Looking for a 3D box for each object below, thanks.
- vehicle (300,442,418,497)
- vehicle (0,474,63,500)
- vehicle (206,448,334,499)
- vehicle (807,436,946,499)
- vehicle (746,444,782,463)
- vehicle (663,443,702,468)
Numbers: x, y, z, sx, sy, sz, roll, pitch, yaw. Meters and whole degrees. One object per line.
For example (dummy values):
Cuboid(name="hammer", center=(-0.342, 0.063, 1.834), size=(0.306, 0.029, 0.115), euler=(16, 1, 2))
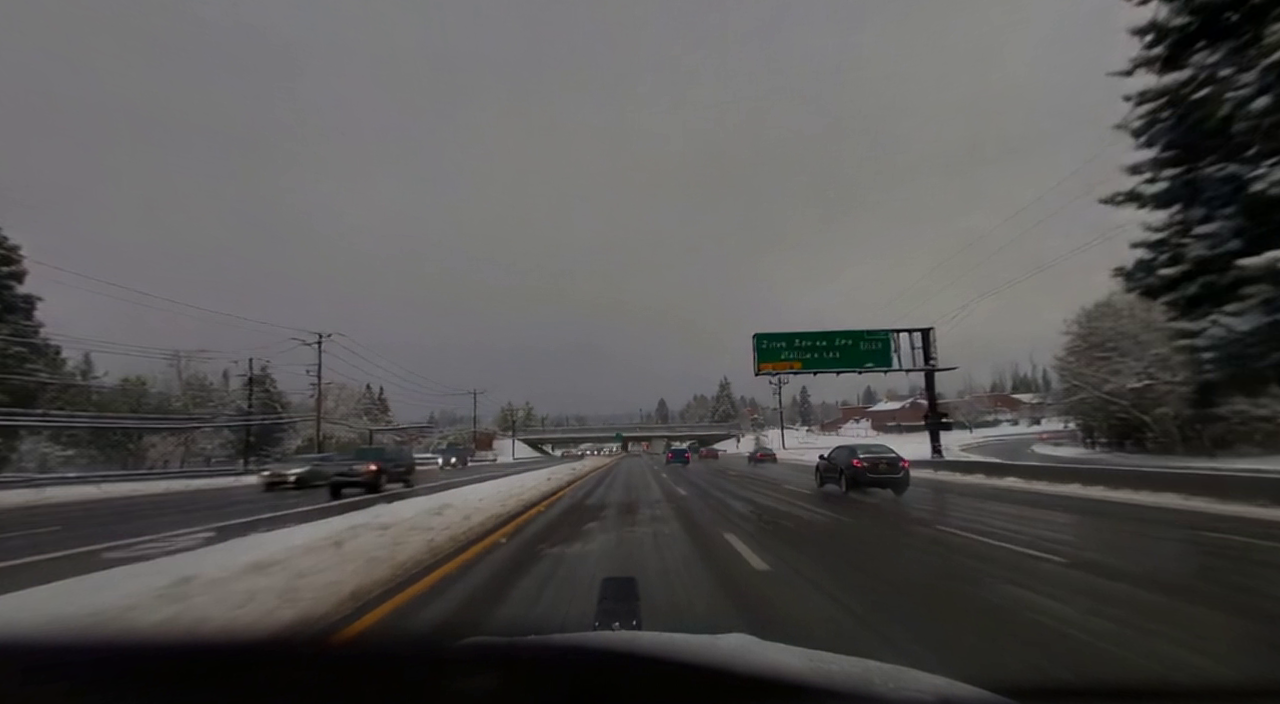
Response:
Cuboid(name="vehicle", center=(-10.029, 4.192, 23.037), size=(2.147, 1.758, 4.619), euler=(-1, -8, 0))
Cuboid(name="vehicle", center=(-44.755, 9.645, 45.282), size=(4.638, 1.692, 2.010), euler=(0, -9, -2))
Cuboid(name="vehicle", center=(-13.323, 4.374, 23.153), size=(1.989, 1.628, 4.420), euler=(-1, -8, 0))
Cuboid(name="vehicle", center=(6.326, 3.126, 17.561), size=(1.952, 1.489, 4.483), euler=(0, -8, -2))
Cuboid(name="vehicle", center=(9.528, 7.838, 48.922), size=(1.838, 1.440, 4.121), euler=(0, -8, -2))
Cuboid(name="vehicle", center=(2.655, 6.560, 40.231), size=(1.993, 1.507, 4.594), euler=(0, -8, -2))
